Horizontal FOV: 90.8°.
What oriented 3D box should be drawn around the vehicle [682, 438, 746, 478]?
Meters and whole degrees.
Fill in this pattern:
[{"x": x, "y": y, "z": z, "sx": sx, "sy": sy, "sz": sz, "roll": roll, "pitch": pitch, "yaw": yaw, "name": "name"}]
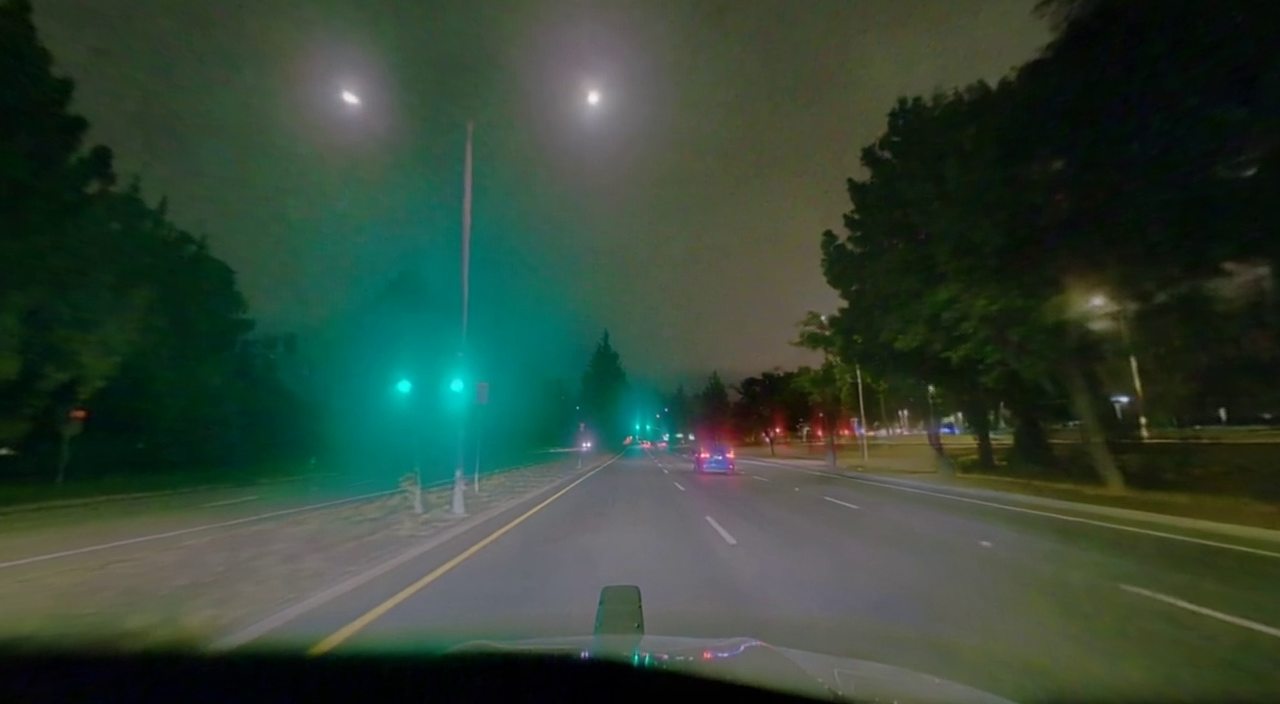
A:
[{"x": 2.960, "y": 4.352, "z": 26.173, "sx": 2.056, "sy": 1.483, "sz": 4.091, "roll": 0, "pitch": -8, "yaw": -1, "name": "vehicle"}]
